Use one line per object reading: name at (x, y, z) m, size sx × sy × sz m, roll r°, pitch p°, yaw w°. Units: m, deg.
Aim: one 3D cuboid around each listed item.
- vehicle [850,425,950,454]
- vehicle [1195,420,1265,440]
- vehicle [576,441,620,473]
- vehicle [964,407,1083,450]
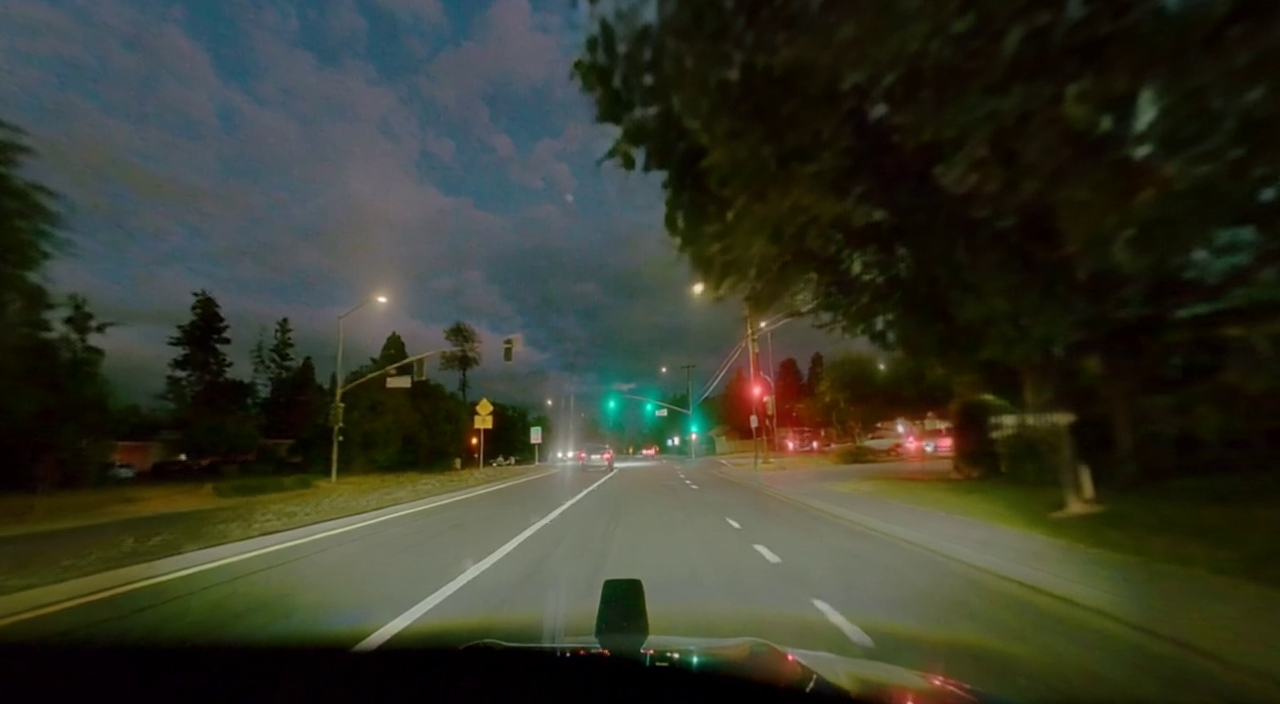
vehicle at (18.976, 6.388, 46.182) m, size 6.313 × 2.043 × 2.272 m, roll 0°, pitch -9°, yaw -3°
vehicle at (44.546, 5.889, 47.603) m, size 3.617 × 1.472 × 1.738 m, roll 0°, pitch -9°, yaw -4°
vehicle at (-2.345, 6.012, 36.444) m, size 2.084 × 1.701 × 4.734 m, roll 0°, pitch -9°, yaw 2°
vehicle at (28.389, 5.690, 46.801) m, size 7.116 × 3.077 × 2.655 m, roll 1°, pitch -9°, yaw -5°
